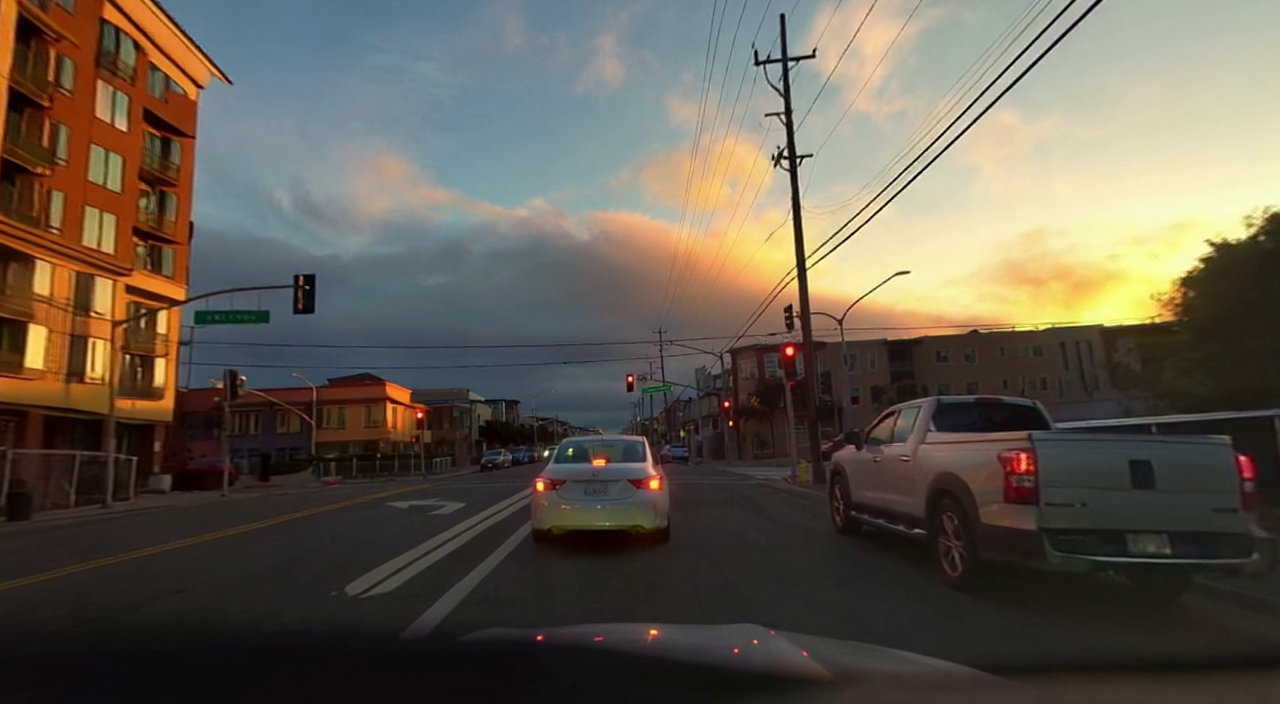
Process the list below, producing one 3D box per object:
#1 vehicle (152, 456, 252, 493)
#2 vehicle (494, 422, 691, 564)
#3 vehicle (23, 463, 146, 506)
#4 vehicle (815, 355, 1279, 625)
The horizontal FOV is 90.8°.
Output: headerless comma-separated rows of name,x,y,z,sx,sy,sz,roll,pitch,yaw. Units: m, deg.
vehicle,-25.365,7.111,36.707,4.337,1.739,1.981,-5,-11,1
vehicle,-0.486,1.761,8.630,2.019,1.453,4.129,0,-8,0
vehicle,-24.771,5.902,28.250,3.891,1.538,1.698,-4,-11,0
vehicle,3.837,1.351,7.121,2.248,1.945,5.011,0,-8,0
